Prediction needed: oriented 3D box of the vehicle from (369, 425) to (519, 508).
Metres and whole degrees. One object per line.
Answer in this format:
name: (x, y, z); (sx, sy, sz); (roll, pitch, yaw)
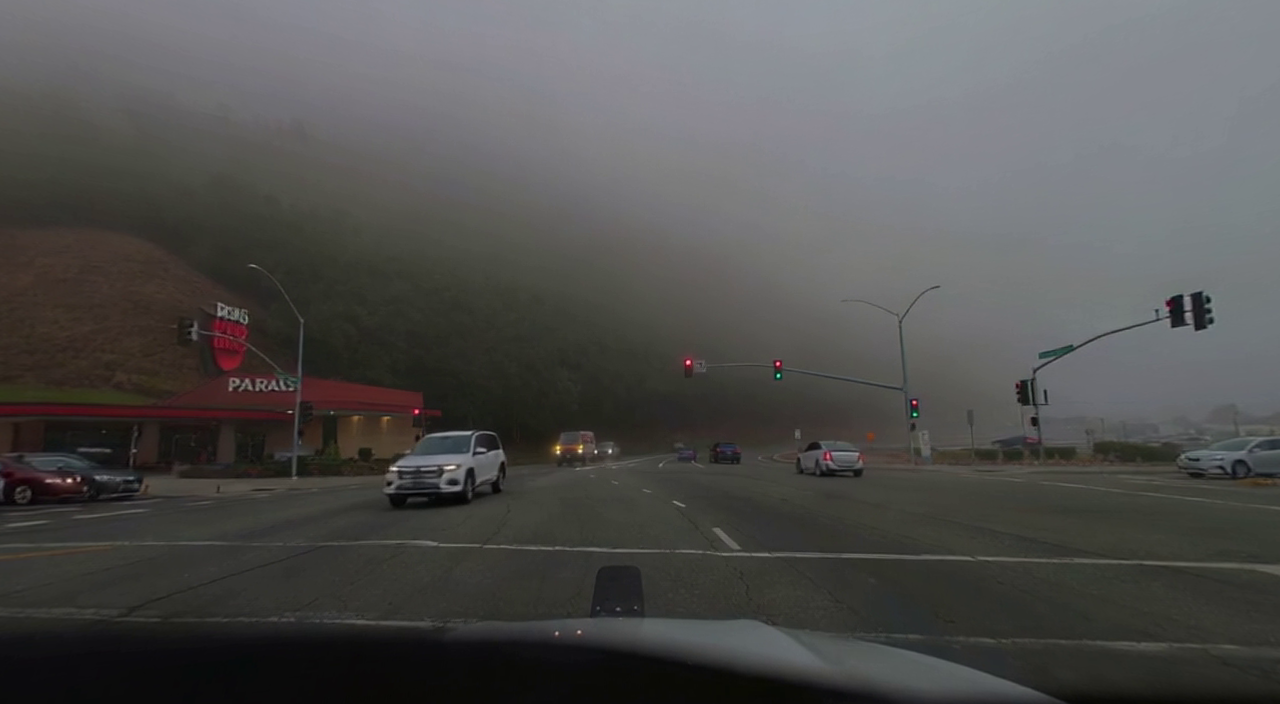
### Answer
vehicle: (-4.627, 2.798, 15.795); (2.199, 1.745, 4.669); (0, -8, 1)

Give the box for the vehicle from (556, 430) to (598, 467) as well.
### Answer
vehicle: (-4.159, 6.472, 42.308); (2.196, 2.264, 5.206); (0, -8, 1)

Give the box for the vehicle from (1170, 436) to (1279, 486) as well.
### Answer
vehicle: (25.086, 4.464, 26.037); (4.546, 1.944, 2.051); (1, -9, -5)

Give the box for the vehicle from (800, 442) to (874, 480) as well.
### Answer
vehicle: (9.092, 5.046, 29.443); (1.911, 1.594, 4.378); (0, -9, -2)

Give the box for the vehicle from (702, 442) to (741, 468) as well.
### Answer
vehicle: (5.417, 6.862, 42.110); (1.855, 1.622, 4.167); (0, -8, -3)

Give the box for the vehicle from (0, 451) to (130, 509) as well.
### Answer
vehicle: (-19.772, 4.127, 20.534); (4.440, 1.748, 2.033); (0, -8, 1)
